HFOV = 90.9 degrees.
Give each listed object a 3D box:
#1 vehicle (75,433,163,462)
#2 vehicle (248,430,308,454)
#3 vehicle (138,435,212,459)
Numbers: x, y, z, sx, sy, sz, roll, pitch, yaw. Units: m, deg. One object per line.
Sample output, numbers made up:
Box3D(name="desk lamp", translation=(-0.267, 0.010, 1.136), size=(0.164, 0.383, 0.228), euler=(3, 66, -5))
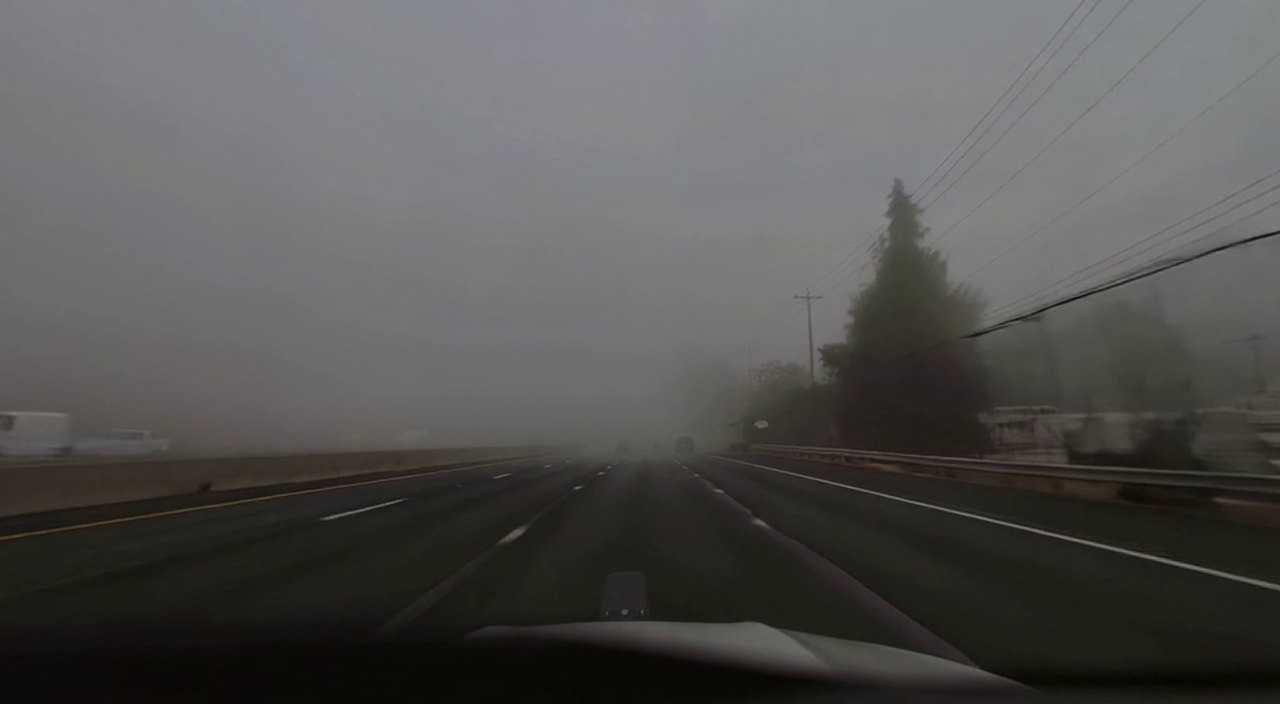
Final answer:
Box3D(name="vehicle", translation=(-34.027, 6.216, 41.337), size=(2.020, 1.774, 4.385), euler=(0, -8, -1))
Box3D(name="vehicle", translation=(-26.213, 6.524, 45.813), size=(1.900, 1.640, 4.230), euler=(0, -8, -1))
Box3D(name="vehicle", translation=(-30.204, 6.161, 41.125), size=(1.697, 1.450, 4.091), euler=(0, -8, 0))
